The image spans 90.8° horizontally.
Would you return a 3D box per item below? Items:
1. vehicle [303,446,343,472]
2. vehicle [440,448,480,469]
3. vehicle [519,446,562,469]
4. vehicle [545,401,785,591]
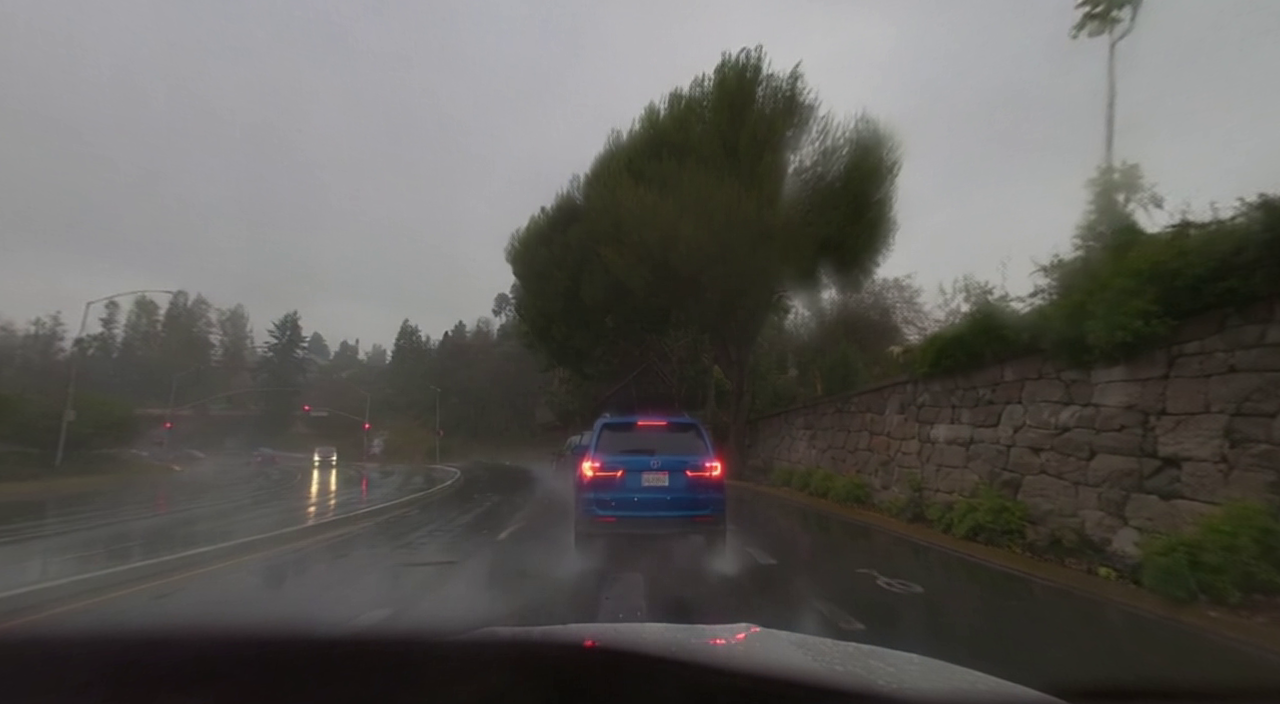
[{"bbox_3d":[-22.383,7.509,44.568,2.317,1.695,4.538,4,-9,-27],"label":"vehicle"},{"bbox_3d":[-13.421,7.863,46.948,2.023,1.474,4.286,4,-9,-26],"label":"vehicle"},{"bbox_3d":[-6.957,7.253,43.878,1.932,1.488,4.578,3,-9,-21],"label":"vehicle"},{"bbox_3d":[0.067,1.669,8.205,2.287,1.762,4.269,1,-8,-5],"label":"vehicle"}]
